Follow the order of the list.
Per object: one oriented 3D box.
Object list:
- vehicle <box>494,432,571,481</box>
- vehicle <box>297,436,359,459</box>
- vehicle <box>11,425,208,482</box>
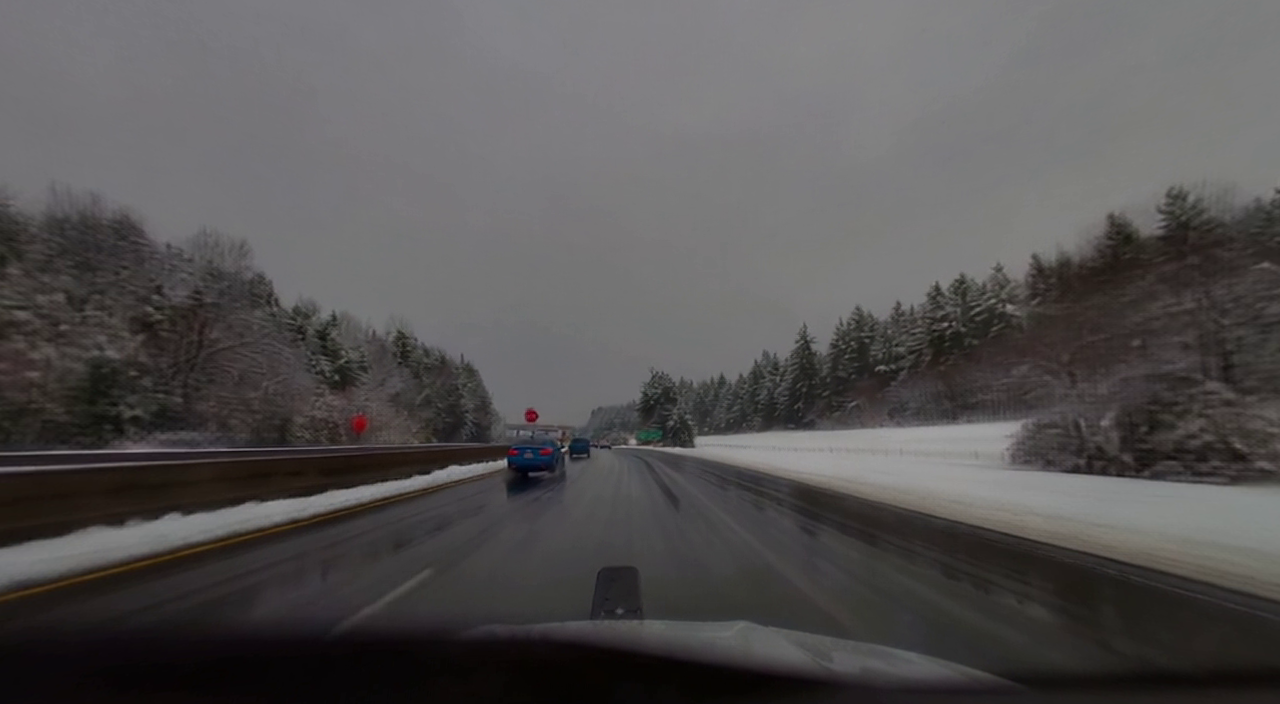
[{"bbox_3d":[-3.825,3.777,23.297,2.047,1.612,4.631,0,-8,0],"label":"vehicle"},{"bbox_3d":[-19.914,6.096,40.441,1.892,1.435,4.234,0,-8,-2],"label":"vehicle"},{"bbox_3d":[-15.295,2.937,18.618,1.838,1.473,4.625,0,-8,-1],"label":"vehicle"}]
